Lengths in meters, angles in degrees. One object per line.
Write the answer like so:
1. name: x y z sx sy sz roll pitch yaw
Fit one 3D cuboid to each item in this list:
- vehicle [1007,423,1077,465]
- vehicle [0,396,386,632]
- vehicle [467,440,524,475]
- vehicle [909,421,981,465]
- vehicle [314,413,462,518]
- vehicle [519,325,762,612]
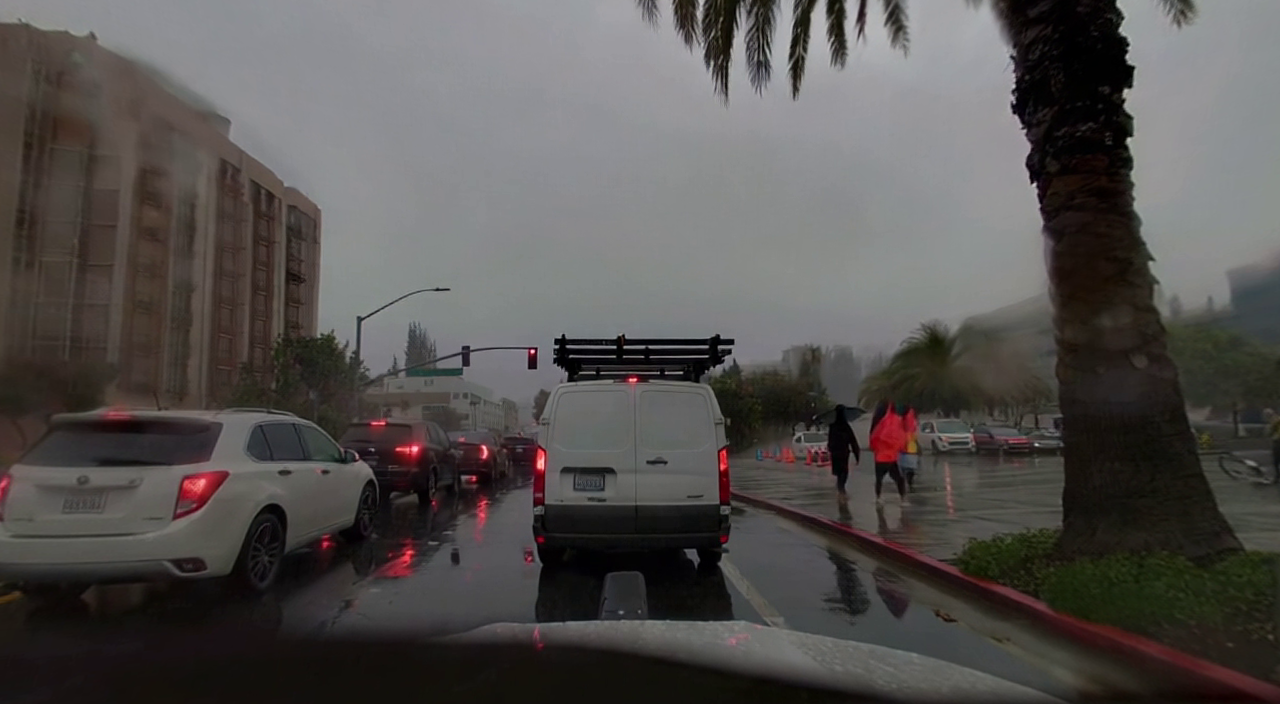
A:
1. vehicle: 15.790 3.617 24.721 2.048 1.475 3.972 -6 -10 34
2. vehicle: -4.390 1.465 6.666 1.986 1.643 4.315 1 -9 -6
3. vehicle: -6.844 4.891 29.577 1.818 1.479 4.428 4 -9 -22
4. vehicle: 12.637 3.762 26.044 2.046 1.675 3.924 -6 -10 33
5. vehicle: -5.216 2.411 13.890 2.089 1.854 5.022 2 -9 -11
6. vehicle: -0.199 1.216 7.186 1.902 2.238 4.263 1 -9 -6
